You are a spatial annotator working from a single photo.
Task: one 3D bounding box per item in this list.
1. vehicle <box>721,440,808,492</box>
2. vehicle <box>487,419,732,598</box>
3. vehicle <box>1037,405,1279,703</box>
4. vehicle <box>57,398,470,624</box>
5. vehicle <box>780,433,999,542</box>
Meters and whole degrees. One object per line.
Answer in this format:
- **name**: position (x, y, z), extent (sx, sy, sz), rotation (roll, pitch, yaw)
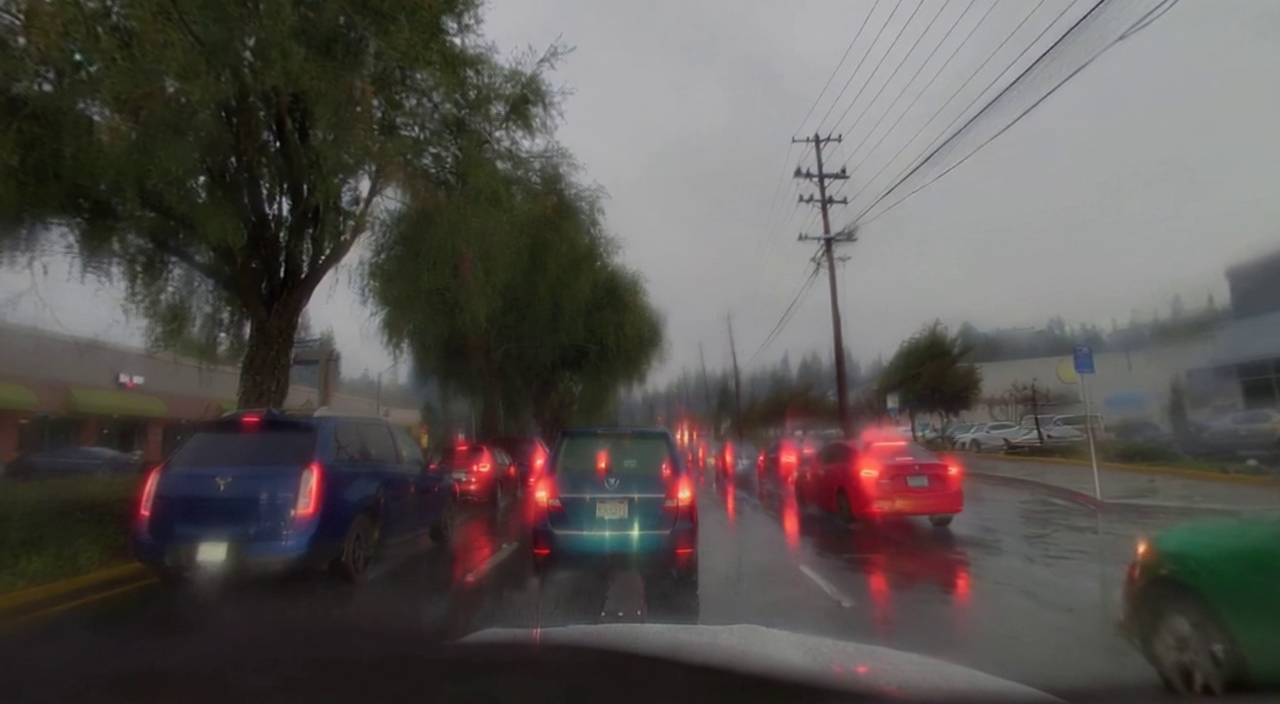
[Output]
- **vehicle**: position (3.804, 3.557, 20.039), extent (1.876, 1.456, 4.025), rotation (0, -9, -1)
- **vehicle**: position (-0.318, 1.632, 7.396), extent (2.097, 1.511, 3.809), rotation (0, -9, -2)
- **vehicle**: position (3.604, 0.848, 1.823), extent (1.929, 1.479, 4.723), rotation (0, -9, 1)
- **vehicle**: position (-3.434, 1.526, 6.997), extent (1.979, 1.697, 4.254), rotation (0, -9, -1)
- **vehicle**: position (3.921, 2.195, 10.900), extent (1.909, 1.473, 4.361), rotation (0, -9, -1)
